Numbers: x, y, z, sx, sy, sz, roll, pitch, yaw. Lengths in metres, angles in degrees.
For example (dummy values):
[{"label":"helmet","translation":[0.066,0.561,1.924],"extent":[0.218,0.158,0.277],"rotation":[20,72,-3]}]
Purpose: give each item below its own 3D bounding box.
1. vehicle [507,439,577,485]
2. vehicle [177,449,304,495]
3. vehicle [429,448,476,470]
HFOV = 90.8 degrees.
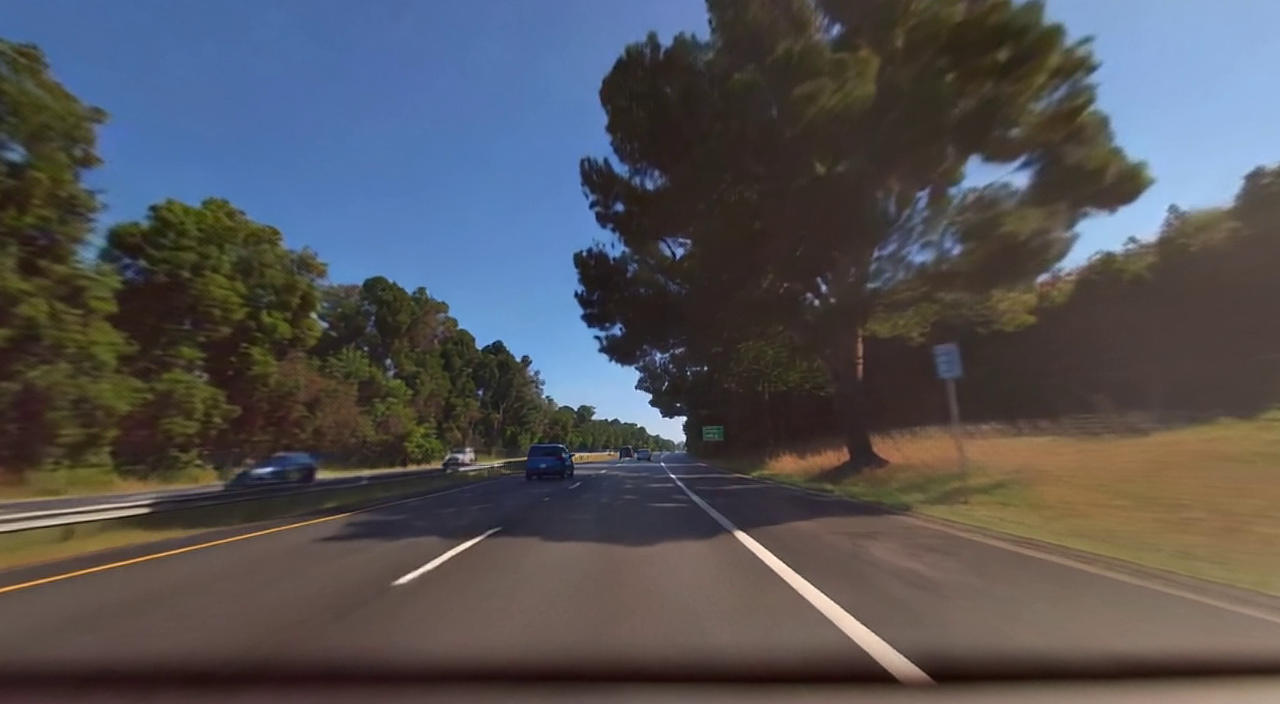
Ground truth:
[{"label":"vehicle","translation":[-3.942,4.505,26.197],"extent":[2.110,1.727,4.607],"rotation":[0,-9,1]},{"label":"vehicle","translation":[-13.531,4.063,21.690],"extent":[1.828,1.414,3.803],"rotation":[0,-9,1]},{"label":"vehicle","translation":[-13.057,7.476,44.276],"extent":[1.954,1.462,4.239],"rotation":[0,-9,1]}]
